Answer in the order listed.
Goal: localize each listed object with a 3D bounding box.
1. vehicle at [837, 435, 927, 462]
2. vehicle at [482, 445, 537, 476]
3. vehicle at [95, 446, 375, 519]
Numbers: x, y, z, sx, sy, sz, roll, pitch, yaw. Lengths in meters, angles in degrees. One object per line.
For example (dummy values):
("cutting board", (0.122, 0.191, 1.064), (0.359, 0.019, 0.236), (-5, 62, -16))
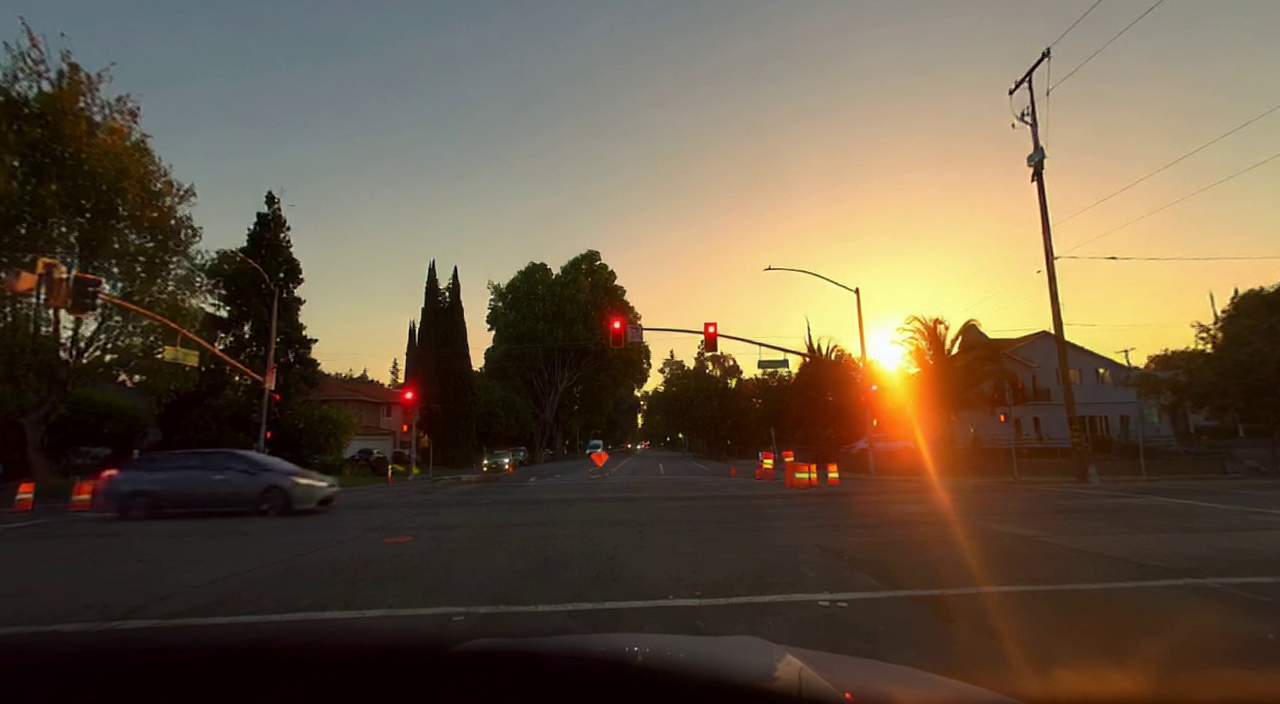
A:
("vehicle", (15.379, 6.173, 40.320), (4.892, 1.656, 1.856), (0, -8, 0))
("vehicle", (-6.600, 5.533, 32.402), (1.881, 1.452, 4.121), (0, -8, 1))
("vehicle", (-8.872, 2.871, 14.237), (4.860, 1.483, 2.077), (0, -8, 0))
